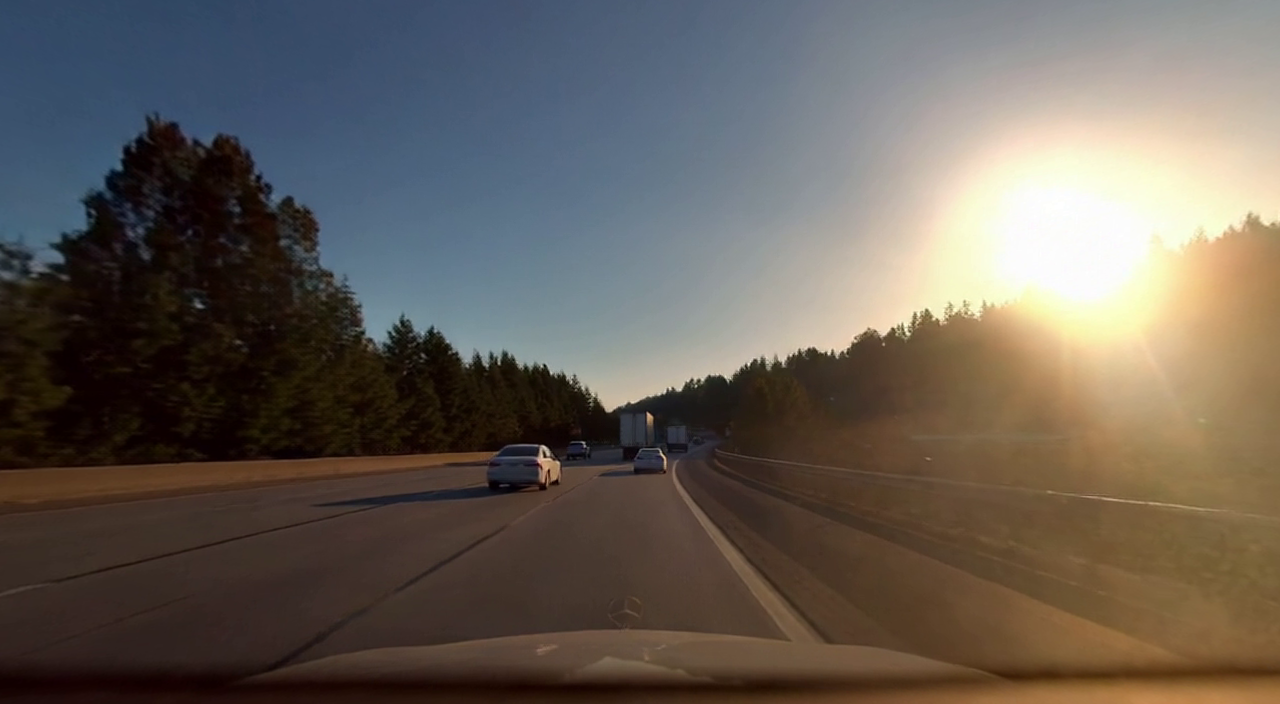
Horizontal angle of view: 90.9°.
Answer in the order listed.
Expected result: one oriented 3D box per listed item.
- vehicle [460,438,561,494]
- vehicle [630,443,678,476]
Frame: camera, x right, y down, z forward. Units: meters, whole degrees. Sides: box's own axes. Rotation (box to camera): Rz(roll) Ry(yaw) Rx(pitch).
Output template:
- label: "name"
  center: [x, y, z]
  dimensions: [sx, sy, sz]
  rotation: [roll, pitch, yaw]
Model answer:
- label: "vehicle"
  center: [-3.747, 3.389, 19.165]
  dimensions: [1.916, 1.486, 4.631]
  rotation: [0, -9, 2]
- label: "vehicle"
  center: [0.642, 4.708, 27.830]
  dimensions: [1.984, 1.365, 3.767]
  rotation: [0, -9, 2]
